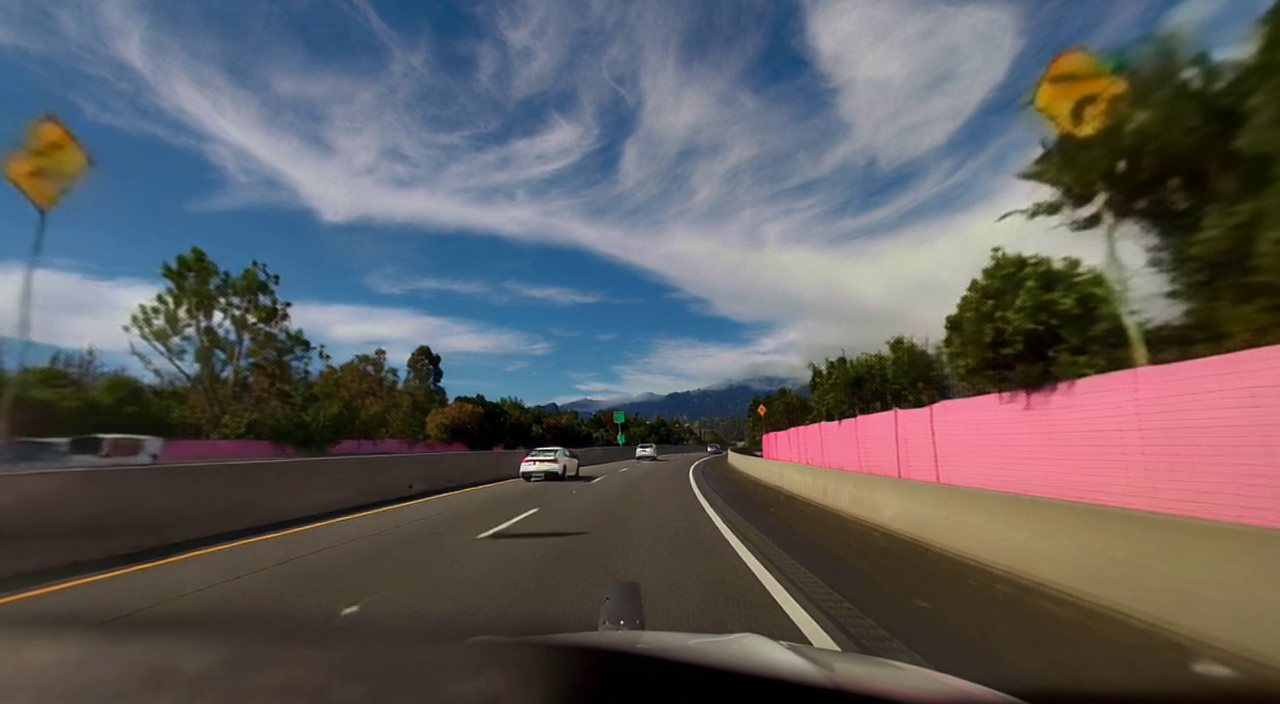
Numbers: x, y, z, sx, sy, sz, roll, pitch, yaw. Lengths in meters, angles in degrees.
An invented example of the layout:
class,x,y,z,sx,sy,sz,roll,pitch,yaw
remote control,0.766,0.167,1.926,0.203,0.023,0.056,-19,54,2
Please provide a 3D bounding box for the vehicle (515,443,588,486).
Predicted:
class,x,y,z,sx,sy,sz,roll,pitch,yaw
vehicle,-3.137,4.082,23.206,1.746,1.405,4.339,-1,-9,4
